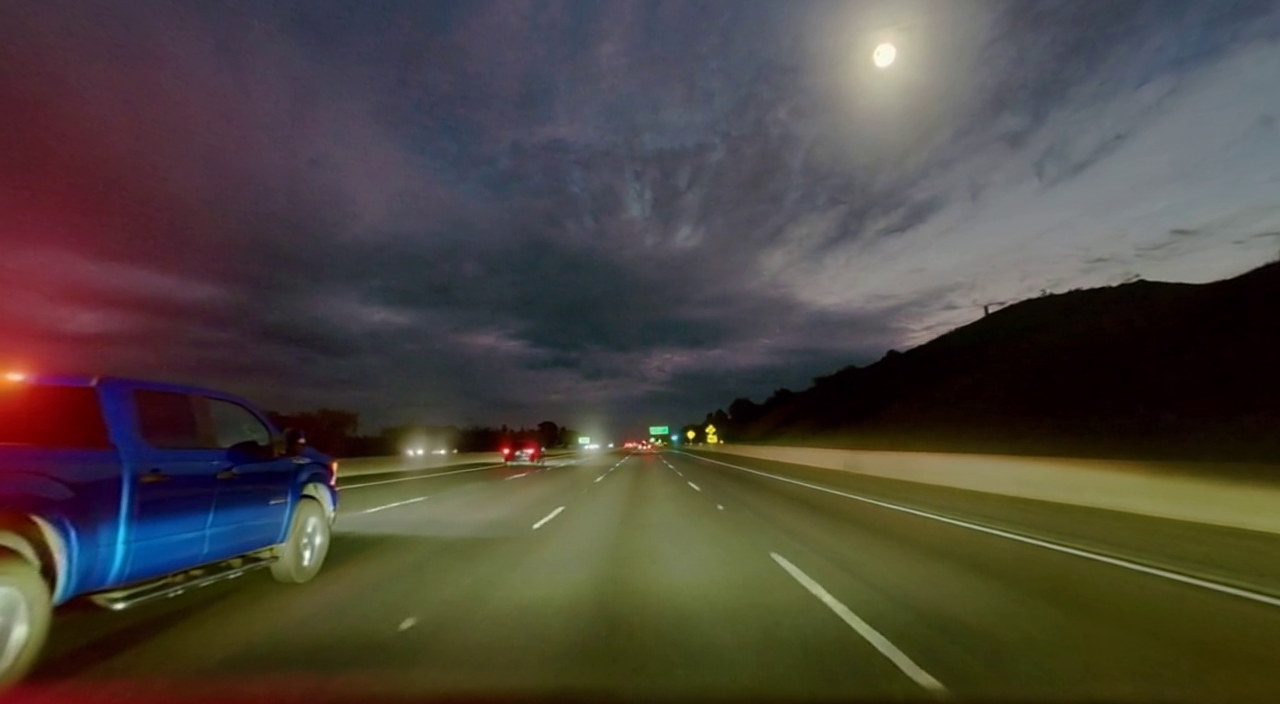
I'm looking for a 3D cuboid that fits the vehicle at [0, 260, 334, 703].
[{"bbox_3d":[-3.727,0.580,2.051,2.339,2.004,6.171,0,-9,0],"label":"vehicle"}]

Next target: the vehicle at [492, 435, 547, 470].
[{"bbox_3d":[-7.172,6.030,38.023,2.260,1.917,5.499,0,-9,0],"label":"vehicle"}]
